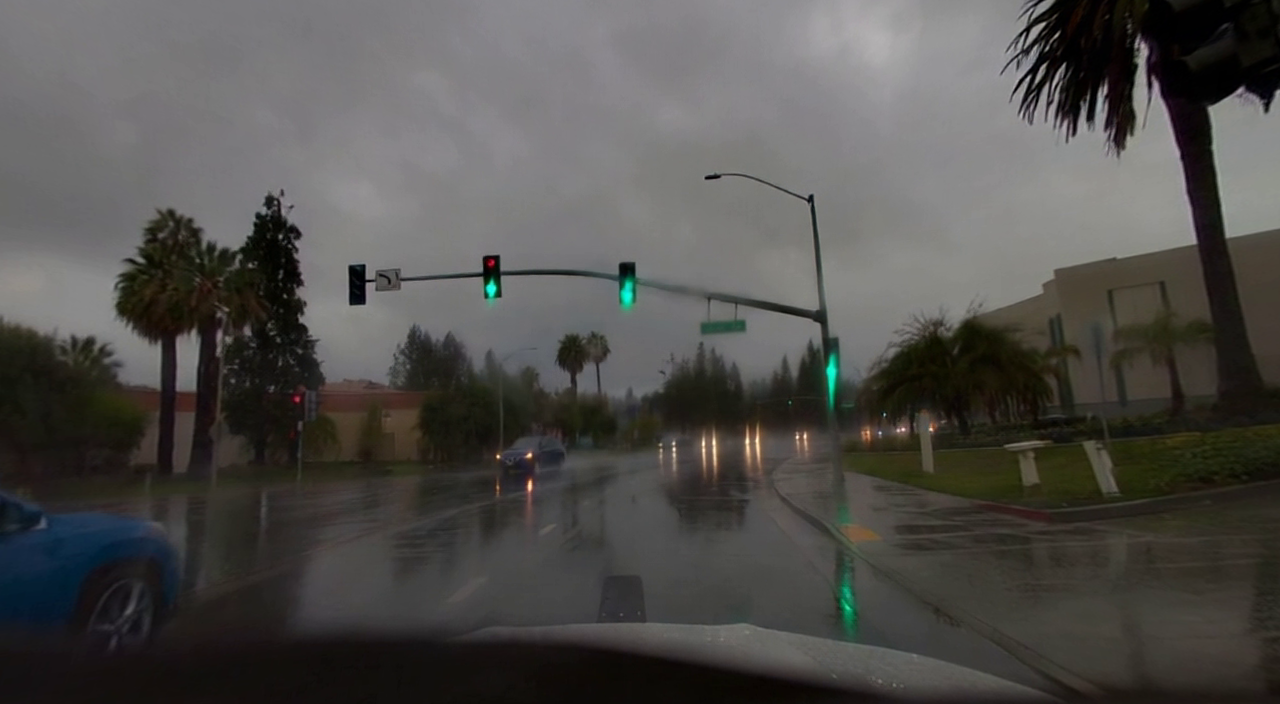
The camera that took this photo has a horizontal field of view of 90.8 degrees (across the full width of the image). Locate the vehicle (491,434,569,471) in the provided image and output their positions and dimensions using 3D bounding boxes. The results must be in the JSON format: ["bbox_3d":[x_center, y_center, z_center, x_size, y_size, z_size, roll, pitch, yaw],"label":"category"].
[{"bbox_3d":[-5.702,5.307,33.460,2.181,1.792,4.648,-3,-9,16],"label":"vehicle"}]

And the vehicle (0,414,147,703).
[{"bbox_3d":[-3.339,0.732,0.638,2.071,1.482,4.446,0,-9,0],"label":"vehicle"}]
